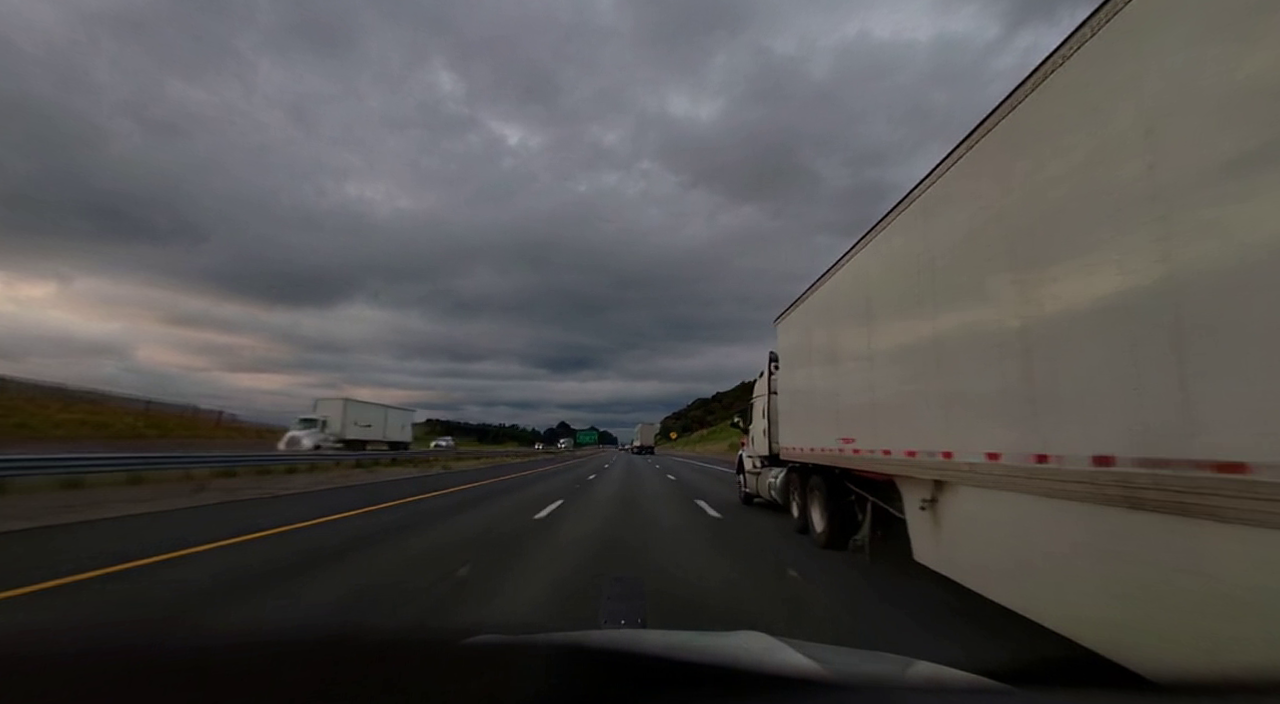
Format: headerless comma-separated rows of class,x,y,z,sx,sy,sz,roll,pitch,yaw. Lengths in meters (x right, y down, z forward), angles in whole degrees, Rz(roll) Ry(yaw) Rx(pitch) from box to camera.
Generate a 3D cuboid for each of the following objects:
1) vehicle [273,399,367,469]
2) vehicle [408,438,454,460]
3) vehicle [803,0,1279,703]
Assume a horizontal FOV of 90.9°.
vehicle,-19.848,5.154,39.435,3.347,4.086,4.464,0,-9,-1
vehicle,-15.868,7.409,48.065,2.004,1.551,4.601,0,-9,-1
vehicle,3.848,0.040,3.112,2.876,3.586,11.726,0,-9,0
